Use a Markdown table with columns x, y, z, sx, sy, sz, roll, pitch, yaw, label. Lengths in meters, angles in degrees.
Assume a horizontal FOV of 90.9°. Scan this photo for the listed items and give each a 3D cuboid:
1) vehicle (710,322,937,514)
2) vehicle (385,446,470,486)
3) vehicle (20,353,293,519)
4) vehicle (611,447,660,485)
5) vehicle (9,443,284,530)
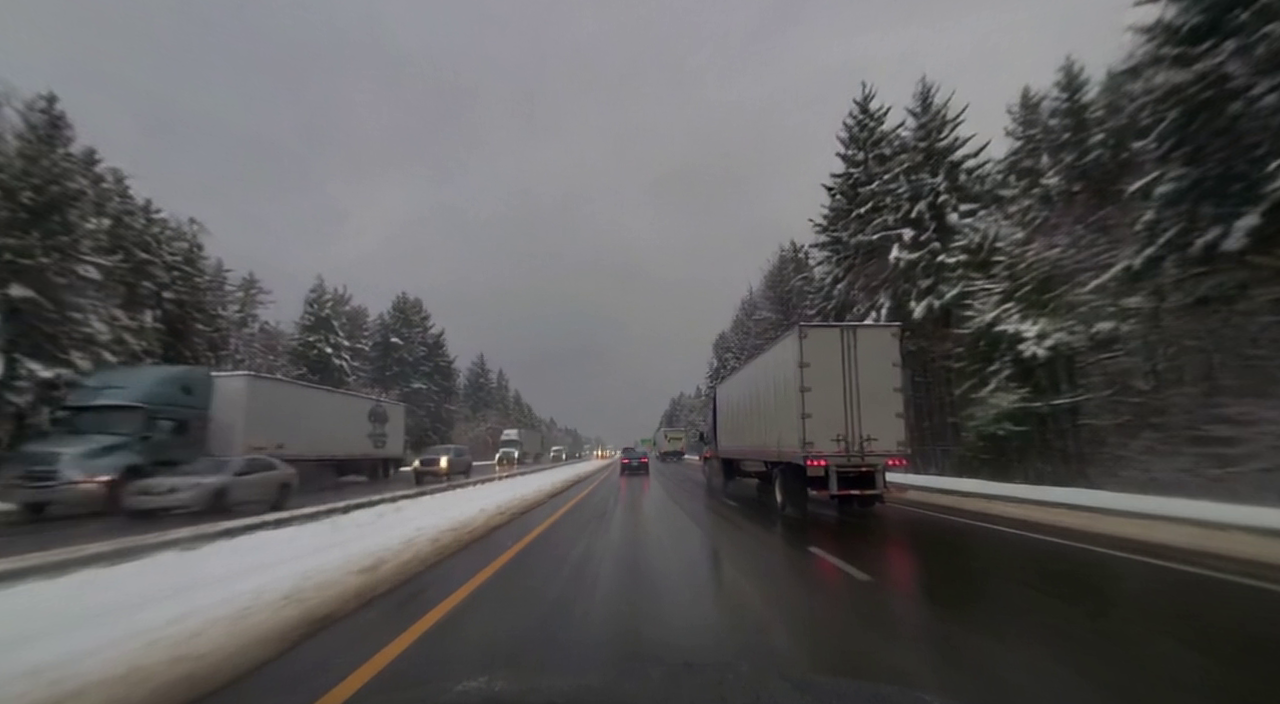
| x | y | z | sx | sy | sz | roll | pitch | yaw | label |
| --- | --- | --- | --- | --- | --- | --- | --- | --- | --- |
| 4.613 | 2.424 | 20.298 | 2.842 | 4.060 | 13.939 | 0 | -9 | -1 | vehicle |
| -8.640 | 4.667 | 26.068 | 1.993 | 1.515 | 4.232 | 0 | -9 | 1 | vehicle |
| -13.204 | 2.440 | 18.093 | 2.977 | 3.962 | 5.832 | 0 | -9 | 0 | vehicle |
| -0.184 | 4.769 | 26.597 | 1.939 | 1.495 | 3.612 | 0 | -9 | 0 | vehicle |
| -8.575 | 2.341 | 11.501 | 1.921 | 1.304 | 3.824 | 0 | -9 | 0 | vehicle |
